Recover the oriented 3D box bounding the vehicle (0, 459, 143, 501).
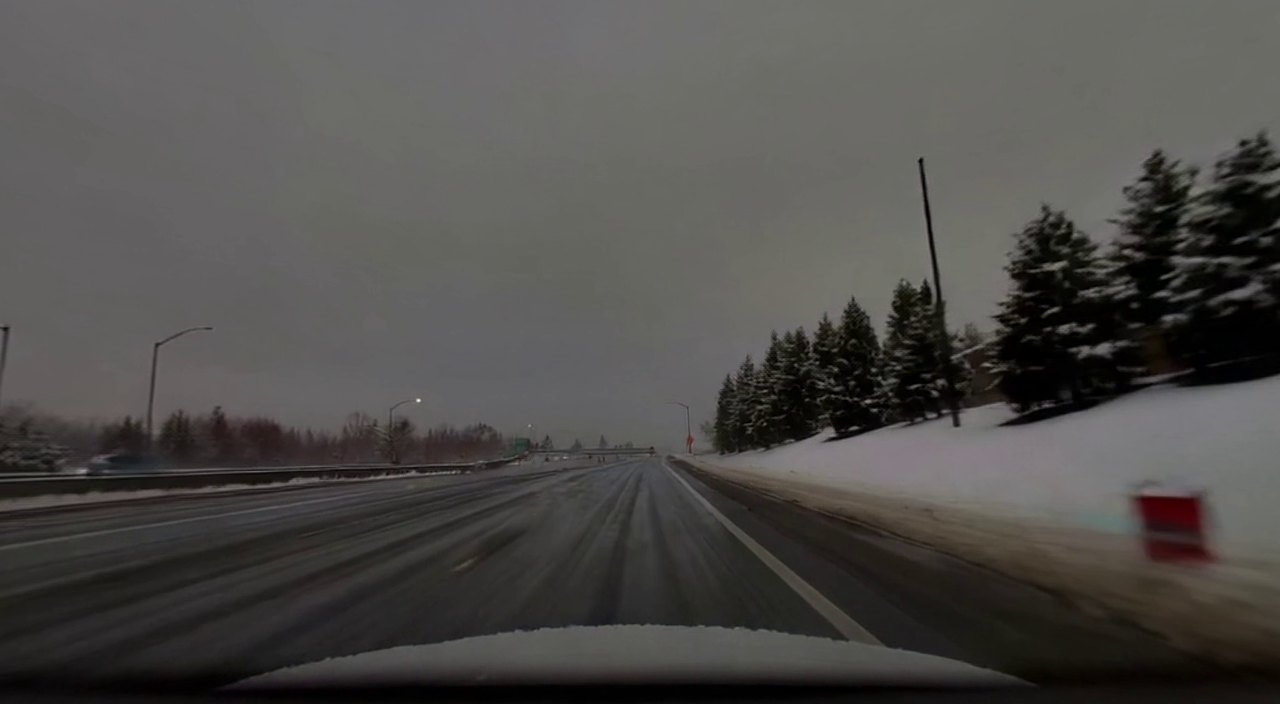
[{"bbox_3d":[-27.817,6.214,31.045,2.061,1.747,5.452,0,-9,1],"label":"vehicle"}]
